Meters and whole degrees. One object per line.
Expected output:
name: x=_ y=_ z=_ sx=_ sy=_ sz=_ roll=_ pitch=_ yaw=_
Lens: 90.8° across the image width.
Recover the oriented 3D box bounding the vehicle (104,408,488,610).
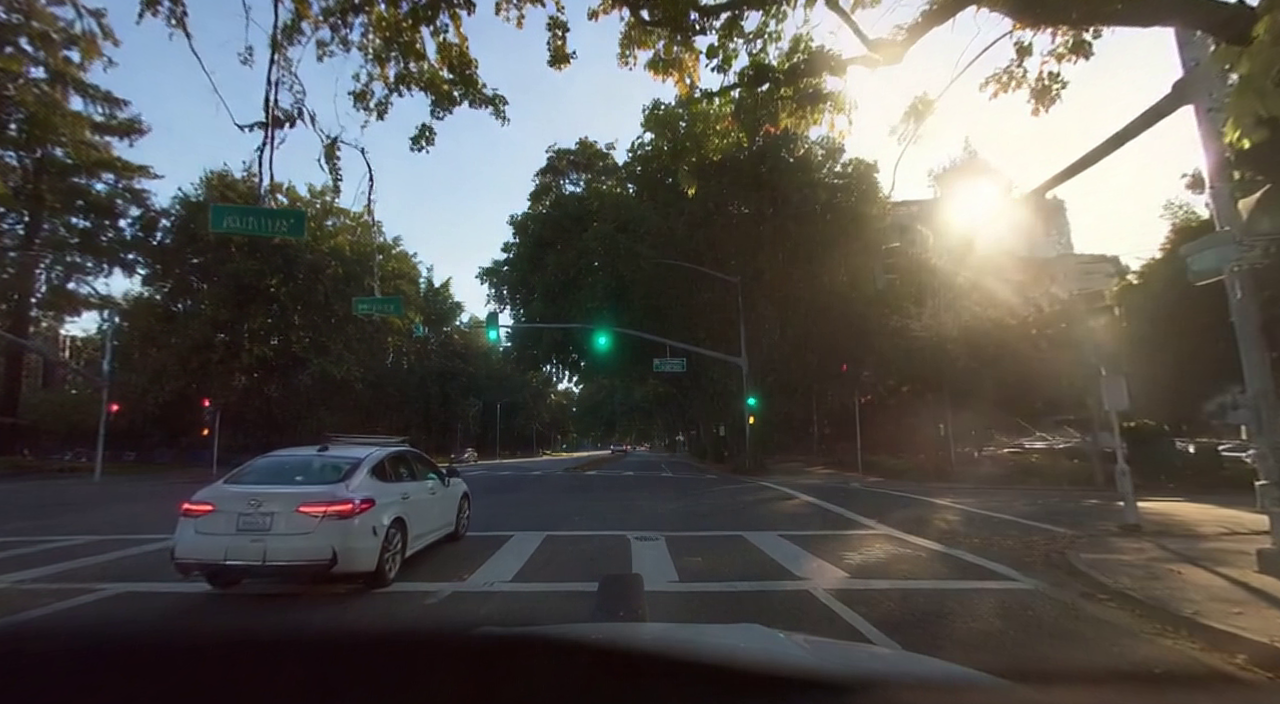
vehicle: x=-3.305 y=1.595 z=7.389 sx=2.076 sy=1.599 sz=4.483 roll=0 pitch=-9 yaw=-2
